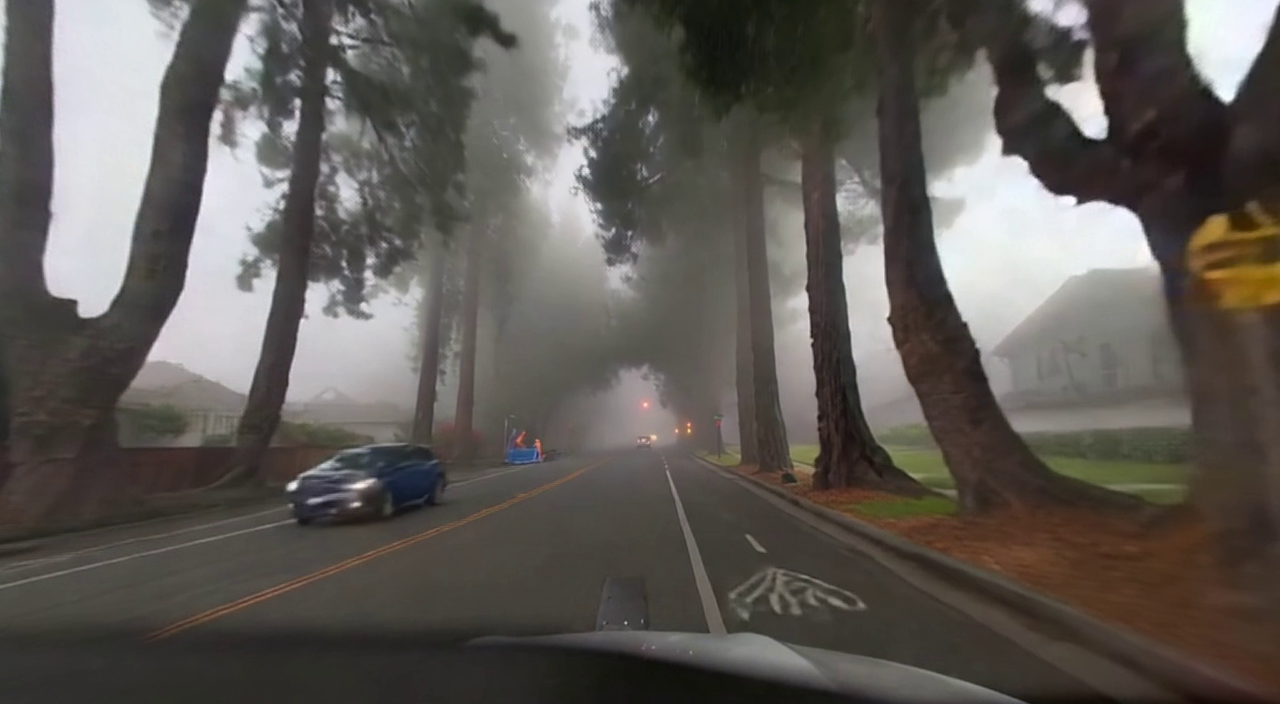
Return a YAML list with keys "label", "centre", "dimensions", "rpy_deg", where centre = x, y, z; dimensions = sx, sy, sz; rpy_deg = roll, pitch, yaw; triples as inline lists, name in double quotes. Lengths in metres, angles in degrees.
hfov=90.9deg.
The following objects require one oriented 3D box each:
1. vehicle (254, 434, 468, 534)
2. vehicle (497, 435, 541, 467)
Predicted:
- label: "vehicle"
  centre: [-4.973, 2.366, 12.135]
  dimensions: [1.927, 1.521, 4.571]
  rpy_deg: [-1, -8, 2]
- label: "vehicle"
  centre: [-8.450, 6.926, 44.419]
  dimensions: [1.998, 1.814, 4.559]
  rpy_deg: [-4, -6, 1]
